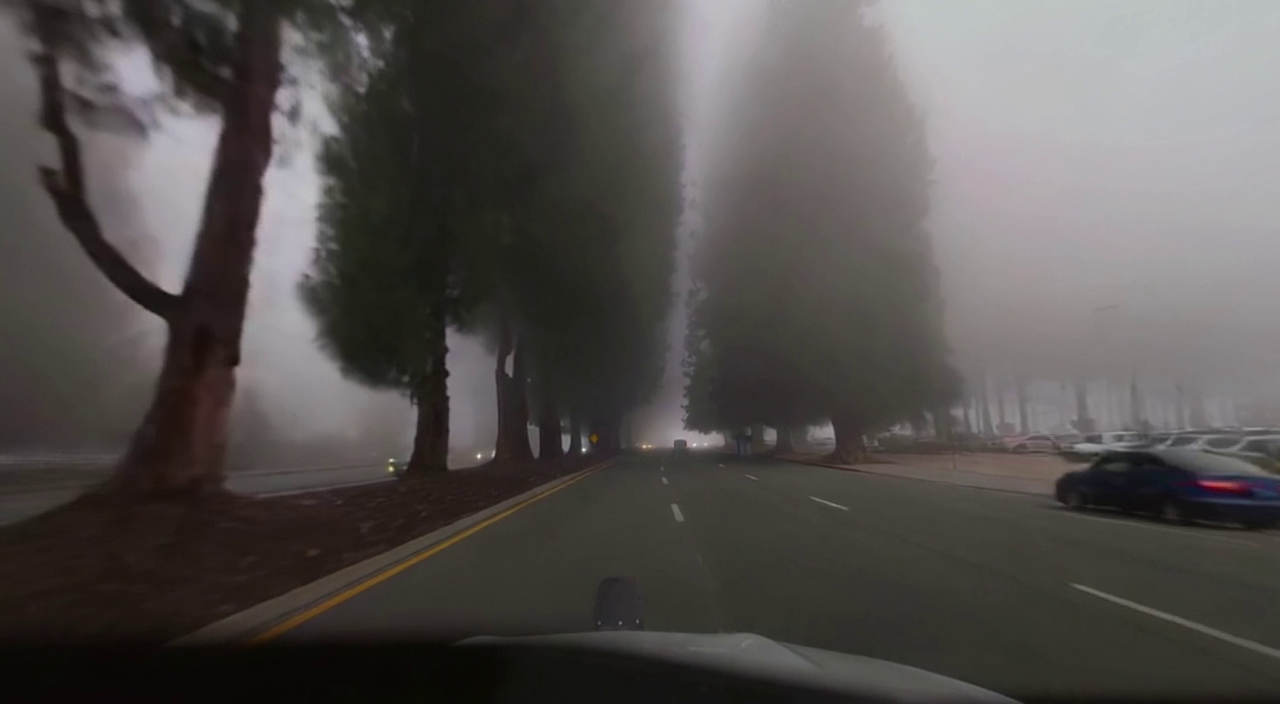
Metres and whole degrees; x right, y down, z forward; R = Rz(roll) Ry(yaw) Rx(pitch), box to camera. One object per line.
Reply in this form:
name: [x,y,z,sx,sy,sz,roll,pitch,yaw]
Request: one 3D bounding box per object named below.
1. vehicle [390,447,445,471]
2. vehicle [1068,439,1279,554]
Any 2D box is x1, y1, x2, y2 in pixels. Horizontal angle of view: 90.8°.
vehicle: [-14.247,6.869,40.720,1.850,1.453,4.648,0,-9,1]
vehicle: [9.255,2.161,10.059,1.920,1.456,4.402,-1,-9,3]
